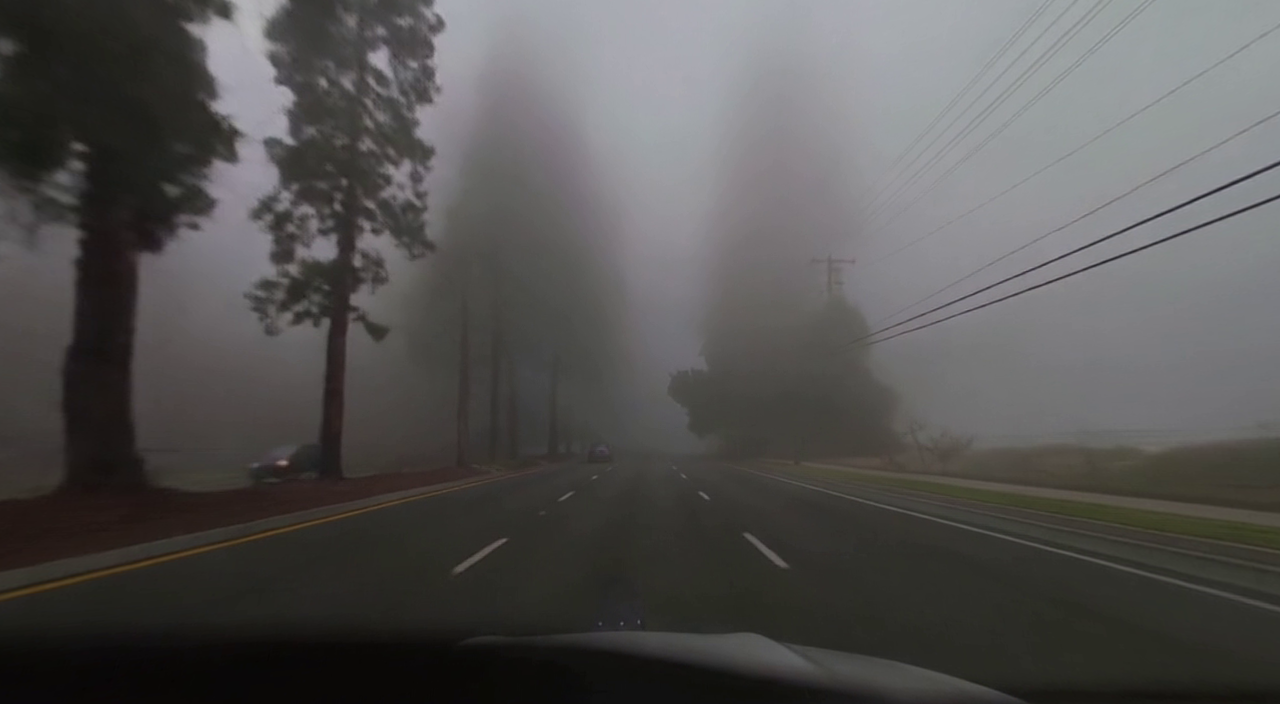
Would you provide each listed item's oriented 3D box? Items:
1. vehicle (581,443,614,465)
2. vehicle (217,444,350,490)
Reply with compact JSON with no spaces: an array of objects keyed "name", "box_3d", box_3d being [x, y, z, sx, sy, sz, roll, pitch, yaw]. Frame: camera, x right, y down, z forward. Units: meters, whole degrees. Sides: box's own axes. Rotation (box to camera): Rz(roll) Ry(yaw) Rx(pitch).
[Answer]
[{"name":"vehicle","box_3d":[-2.972,7.257,45.036,2.007,1.514,4.049,0,-9,1]},{"name":"vehicle","box_3d":[-12.657,4.082,22.824,2.032,1.470,4.665,0,-9,1]}]
